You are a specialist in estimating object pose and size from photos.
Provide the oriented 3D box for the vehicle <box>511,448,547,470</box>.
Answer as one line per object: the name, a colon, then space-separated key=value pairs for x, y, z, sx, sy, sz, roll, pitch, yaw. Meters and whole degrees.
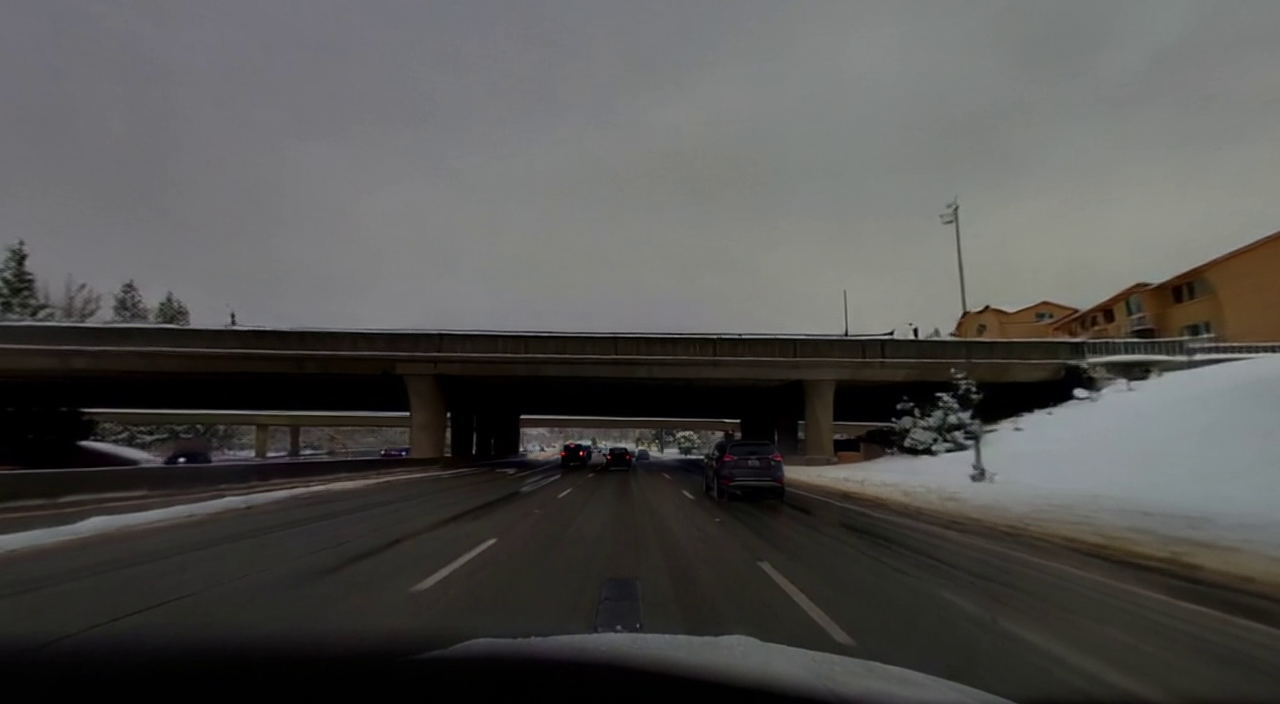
vehicle: x=-8.000 y=7.713 z=45.800 sx=2.007 sy=1.519 sz=4.366 roll=0 pitch=-9 yaw=-2

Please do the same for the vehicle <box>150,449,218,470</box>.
vehicle: x=-33.733 y=7.948 z=46.904 sx=1.890 sy=1.462 sz=4.500 roll=0 pitch=-9 yaw=-4
